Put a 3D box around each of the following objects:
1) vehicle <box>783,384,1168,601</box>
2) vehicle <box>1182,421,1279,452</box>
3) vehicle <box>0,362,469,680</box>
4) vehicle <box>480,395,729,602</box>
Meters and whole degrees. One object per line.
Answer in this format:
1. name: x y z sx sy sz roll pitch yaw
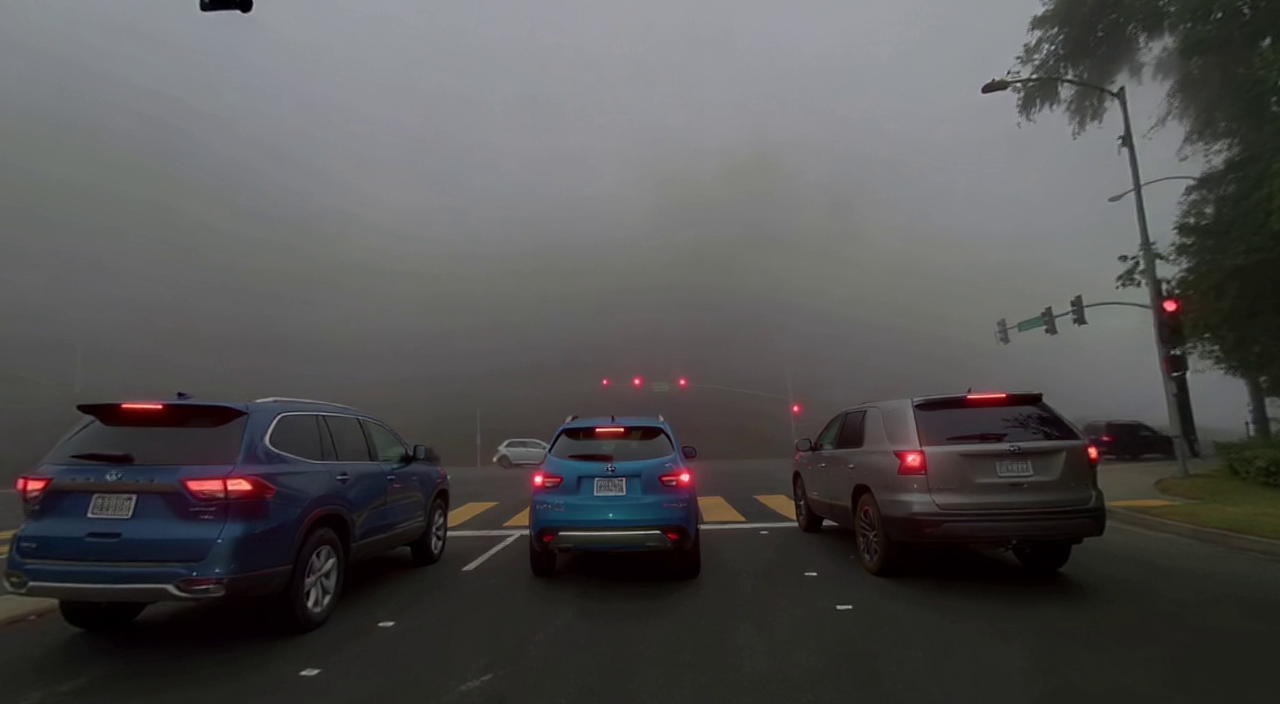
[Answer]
1. vehicle: 3.274 1.483 7.511 2.083 1.779 4.532 0 -8 0
2. vehicle: 32.833 4.671 34.792 4.175 1.634 1.877 1 -8 -5
3. vehicle: -3.272 1.283 5.883 2.047 1.810 4.414 0 -8 1
4. vehicle: -0.238 1.512 7.317 2.067 1.702 3.987 0 -8 2
